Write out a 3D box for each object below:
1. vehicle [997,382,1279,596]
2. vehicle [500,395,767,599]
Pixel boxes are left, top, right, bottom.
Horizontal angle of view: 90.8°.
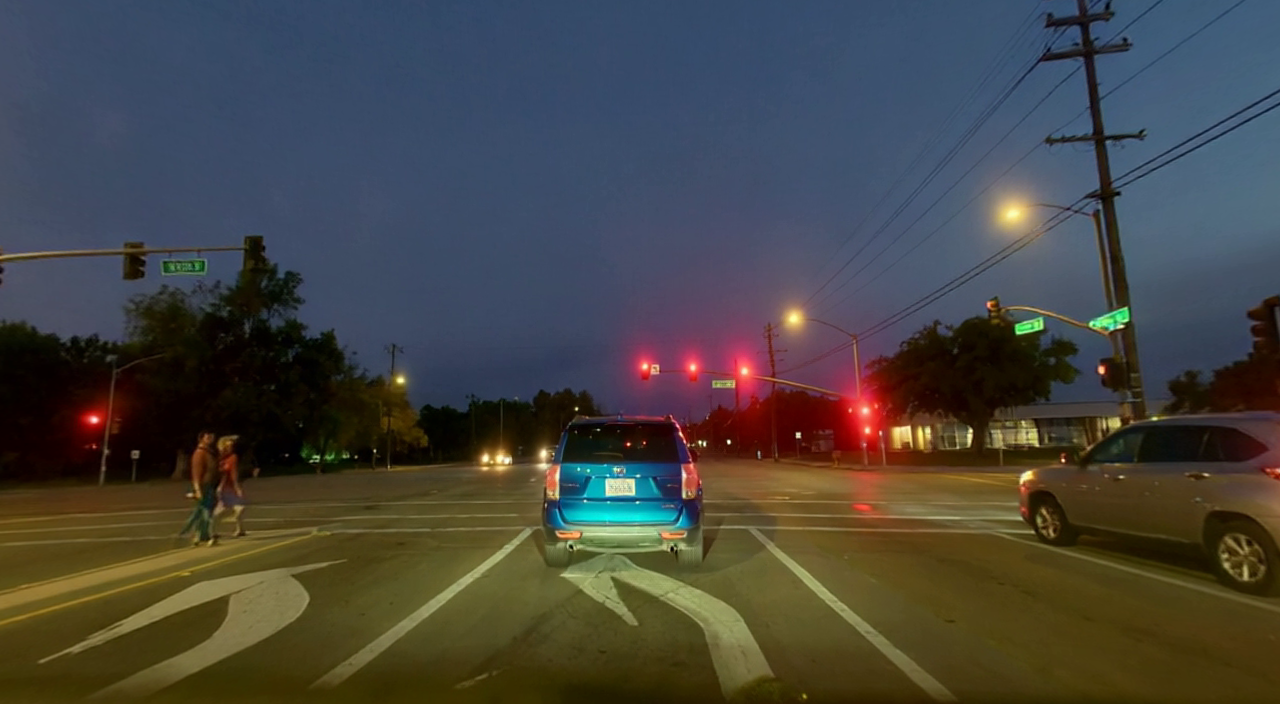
[{"bbox_3d":[6.574,1.445,7.237,2.119,1.827,4.806,0,-9,0],"label":"vehicle"},{"bbox_3d":[-0.093,1.561,7.636,2.285,1.729,4.252,0,-9,-1],"label":"vehicle"}]
